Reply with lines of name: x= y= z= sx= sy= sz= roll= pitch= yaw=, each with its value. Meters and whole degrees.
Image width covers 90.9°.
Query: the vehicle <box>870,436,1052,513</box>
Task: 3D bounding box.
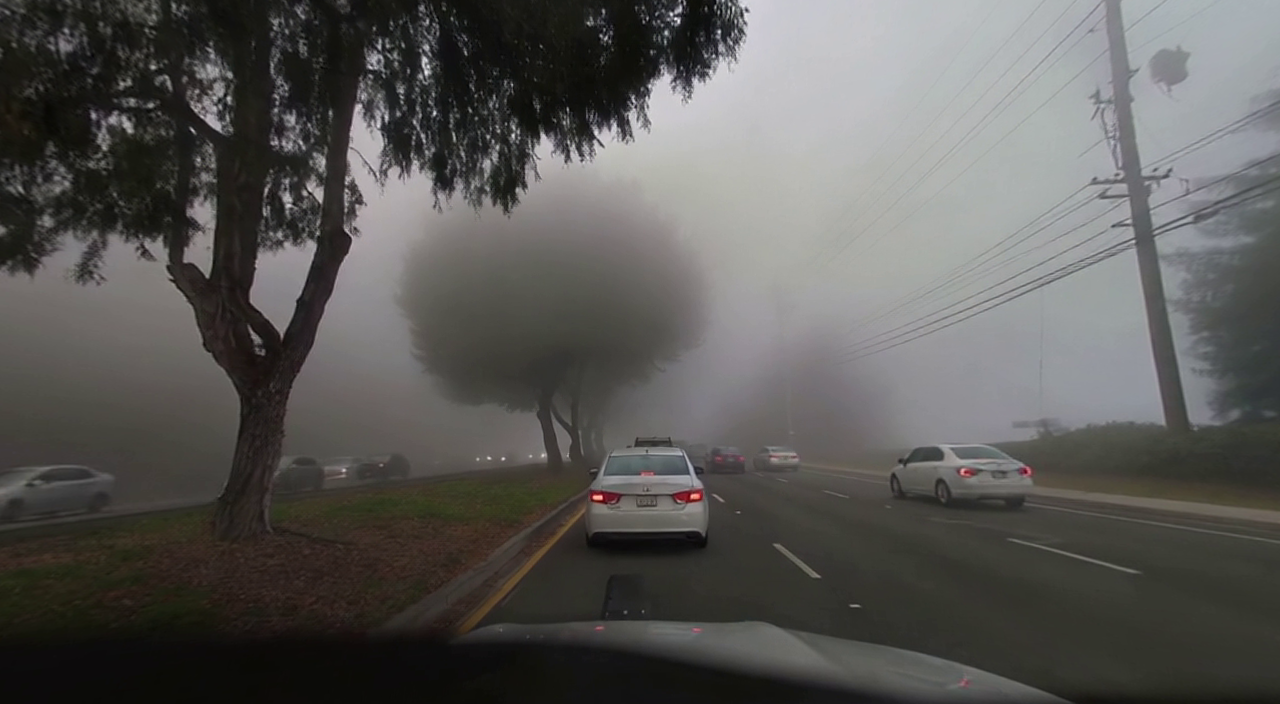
vehicle: x=7.117 y=2.729 z=14.625 sx=1.850 sy=1.480 sz=4.474 roll=0 pitch=-8 yaw=0

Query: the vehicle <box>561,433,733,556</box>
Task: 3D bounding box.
vehicle: x=0.084 y=2.041 z=9.758 sx=2.108 sy=1.479 sz=3.935 roll=0 pitch=-8 yaw=0

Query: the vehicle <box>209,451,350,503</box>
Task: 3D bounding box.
vehicle: x=-11.825 y=4.095 z=21.137 sx=1.988 sy=1.486 sz=4.586 roll=0 pitch=-8 yaw=0

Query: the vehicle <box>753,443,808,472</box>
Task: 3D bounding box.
vehicle: x=7.592 y=5.737 z=34.471 sx=1.899 sy=1.458 sz=4.499 roll=0 pitch=-8 yaw=-1

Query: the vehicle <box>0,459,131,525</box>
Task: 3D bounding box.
vehicle: x=-16.150 y=3.606 z=16.572 sx=1.856 sy=1.452 sz=4.530 roll=0 pitch=-8 yaw=-1

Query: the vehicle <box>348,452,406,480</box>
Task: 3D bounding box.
vehicle: x=-15.068 y=6.539 z=36.368 sx=1.701 sy=1.494 sz=3.791 roll=0 pitch=-8 yaw=0
